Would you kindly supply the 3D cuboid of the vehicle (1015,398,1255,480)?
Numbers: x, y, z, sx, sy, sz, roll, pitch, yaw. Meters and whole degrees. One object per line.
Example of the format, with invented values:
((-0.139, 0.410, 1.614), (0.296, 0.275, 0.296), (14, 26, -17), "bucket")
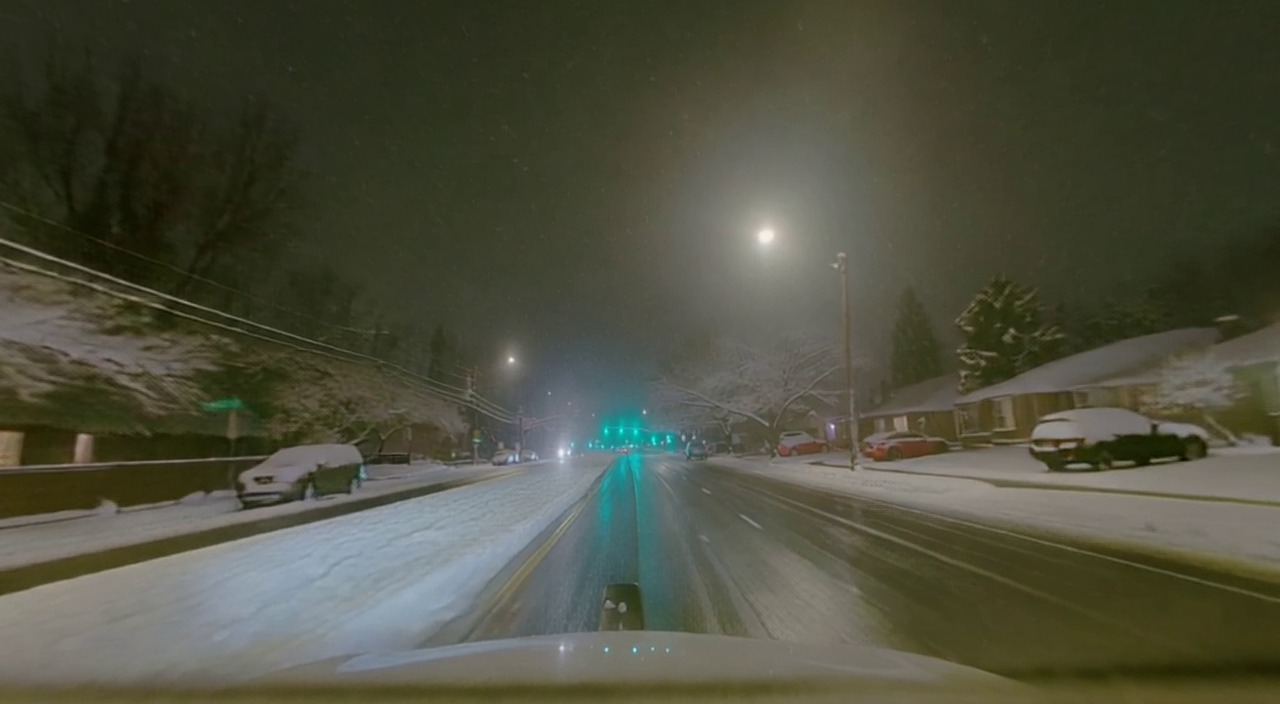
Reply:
((13.555, 2.420, 17.562), (4.793, 1.744, 2.055), (-5, -8, 0), "vehicle")

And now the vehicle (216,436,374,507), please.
((-11.258, 3.960, 21.230), (2.347, 1.960, 5.167), (-2, -10, 0), "vehicle")

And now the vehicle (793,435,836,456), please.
((12.912, 6.933, 46.919), (1.889, 1.499, 4.218), (0, -8, -2), "vehicle")

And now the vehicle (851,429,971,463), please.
((12.860, 4.484, 30.166), (4.767, 1.557, 1.994), (0, -8, -2), "vehicle")

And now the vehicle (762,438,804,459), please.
((10.416, 7.051, 46.396), (1.847, 1.455, 4.650), (0, -8, -1), "vehicle")
